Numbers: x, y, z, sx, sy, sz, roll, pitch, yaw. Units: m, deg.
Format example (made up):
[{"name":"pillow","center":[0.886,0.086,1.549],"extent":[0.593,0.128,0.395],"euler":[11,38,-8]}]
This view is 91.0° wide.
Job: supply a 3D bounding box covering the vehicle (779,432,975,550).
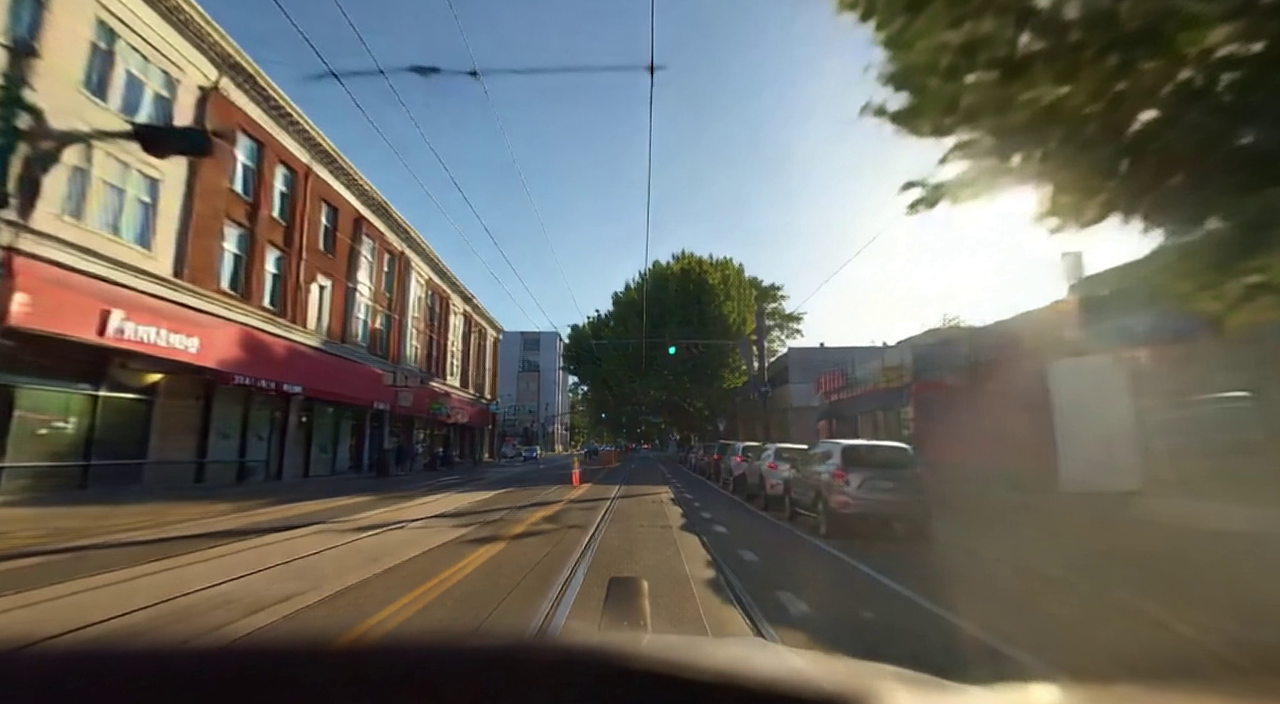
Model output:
[{"name":"vehicle","center":[3.574,2.122,10.302],"extent":[1.819,1.546,3.681],"euler":[0,-8,1]}]
